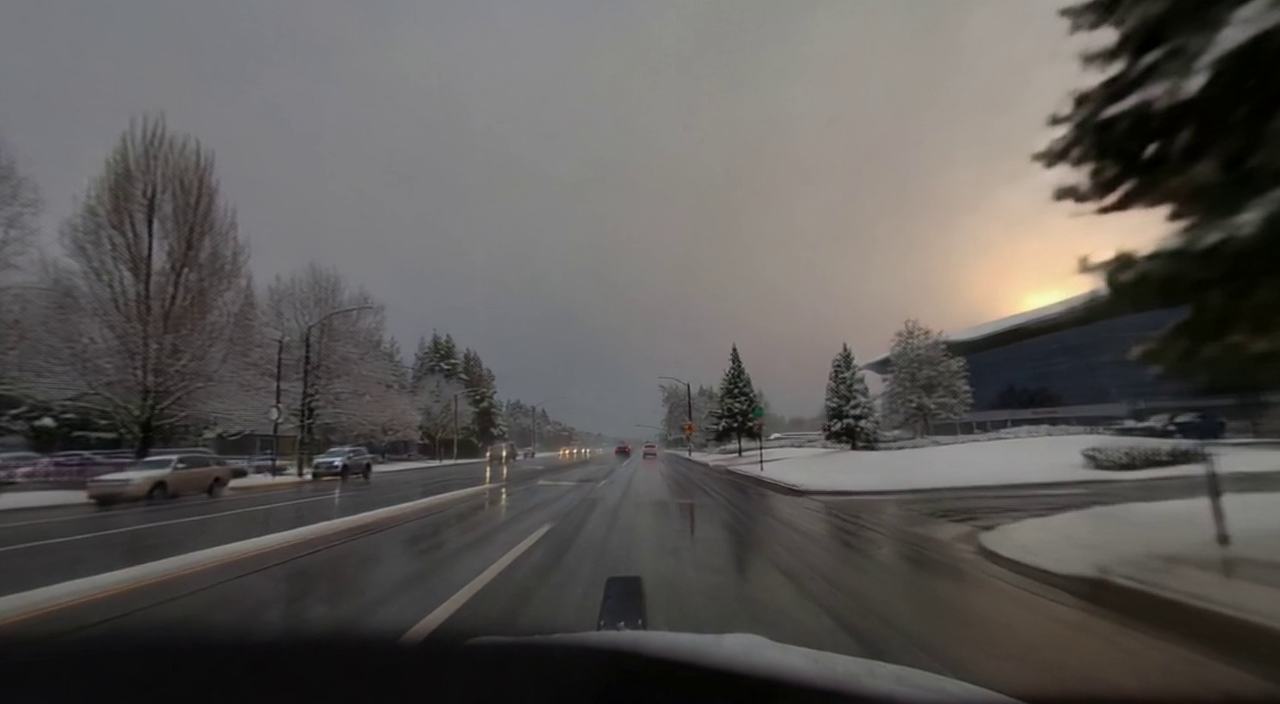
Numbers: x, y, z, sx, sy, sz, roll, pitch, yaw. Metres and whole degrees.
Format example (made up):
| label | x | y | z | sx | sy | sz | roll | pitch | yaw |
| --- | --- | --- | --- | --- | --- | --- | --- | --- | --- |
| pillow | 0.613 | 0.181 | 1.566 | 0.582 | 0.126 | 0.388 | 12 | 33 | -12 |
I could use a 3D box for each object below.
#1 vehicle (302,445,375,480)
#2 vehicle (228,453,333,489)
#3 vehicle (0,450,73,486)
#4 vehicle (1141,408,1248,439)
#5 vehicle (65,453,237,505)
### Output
| label | x | y | z | sx | sy | sz | roll | pitch | yaw |
| --- | --- | --- | --- | --- | --- | --- | --- | --- | --- |
| vehicle | -17.155 | 6.276 | 36.026 | 1.998 | 1.724 | 4.486 | -3 | -9 | 0 |
| vehicle | -17.248 | 5.690 | 30.477 | 1.955 | 1.486 | 5.112 | -1 | -8 | 2 |
| vehicle | -28.172 | 5.155 | 28.019 | 3.759 | 1.462 | 1.873 | 1 | -8 | -3 |
| vehicle | 29.944 | 3.944 | 34.111 | 1.829 | 1.496 | 4.642 | -1 | -8 | 5 |
| vehicle | -17.174 | 4.457 | 22.503 | 2.014 | 1.515 | 5.027 | 0 | -8 | 2 |
